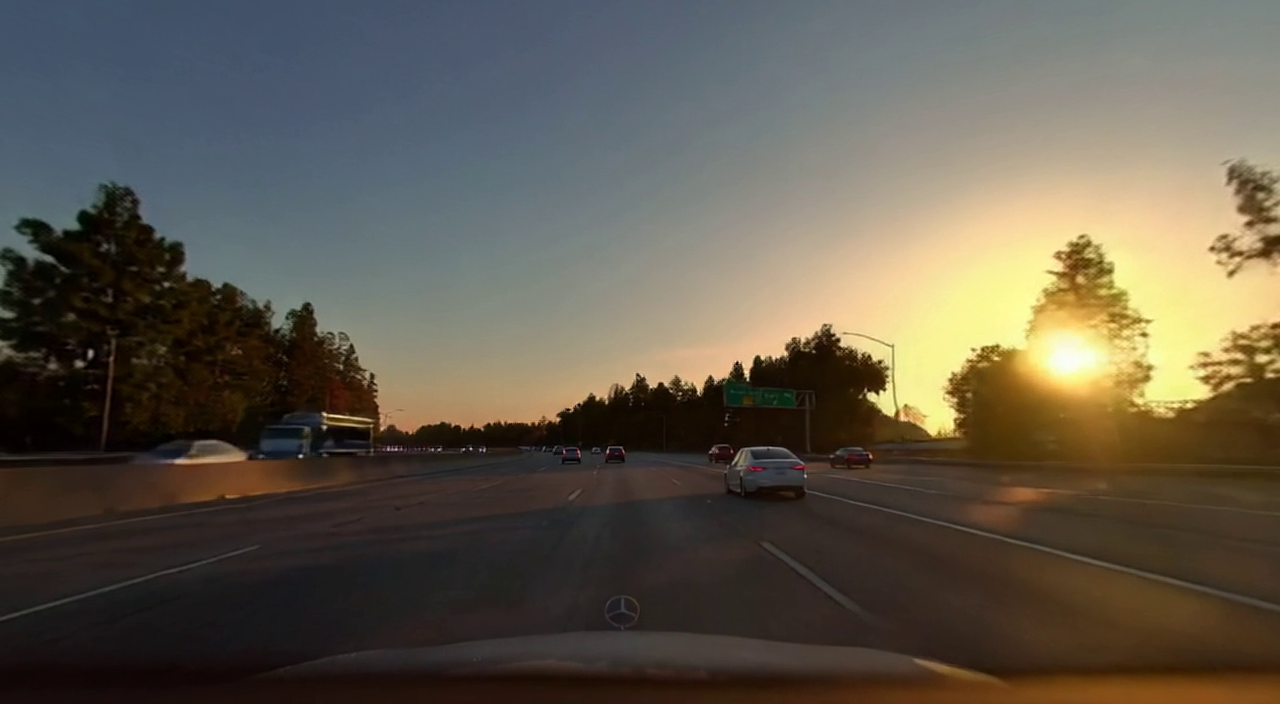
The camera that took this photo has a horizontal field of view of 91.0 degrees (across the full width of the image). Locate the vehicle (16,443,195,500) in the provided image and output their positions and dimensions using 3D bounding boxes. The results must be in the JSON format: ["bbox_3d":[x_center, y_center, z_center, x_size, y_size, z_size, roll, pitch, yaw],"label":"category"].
[{"bbox_3d":[-16.432,3.667,19.719,1.861,1.545,4.299,0,-9,-1],"label":"vehicle"}]

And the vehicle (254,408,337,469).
[{"bbox_3d":[-24.979,6.427,46.058,2.931,4.092,6.128,1,-10,-6],"label":"vehicle"}]

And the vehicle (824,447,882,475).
[{"bbox_3d":[12.434,6.366,36.997,1.878,1.486,4.636,0,-9,1],"label":"vehicle"}]

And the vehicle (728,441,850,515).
[{"bbox_3d":[3.461,2.993,15.439,1.975,1.562,3.823,0,-9,-1],"label":"vehicle"}]
